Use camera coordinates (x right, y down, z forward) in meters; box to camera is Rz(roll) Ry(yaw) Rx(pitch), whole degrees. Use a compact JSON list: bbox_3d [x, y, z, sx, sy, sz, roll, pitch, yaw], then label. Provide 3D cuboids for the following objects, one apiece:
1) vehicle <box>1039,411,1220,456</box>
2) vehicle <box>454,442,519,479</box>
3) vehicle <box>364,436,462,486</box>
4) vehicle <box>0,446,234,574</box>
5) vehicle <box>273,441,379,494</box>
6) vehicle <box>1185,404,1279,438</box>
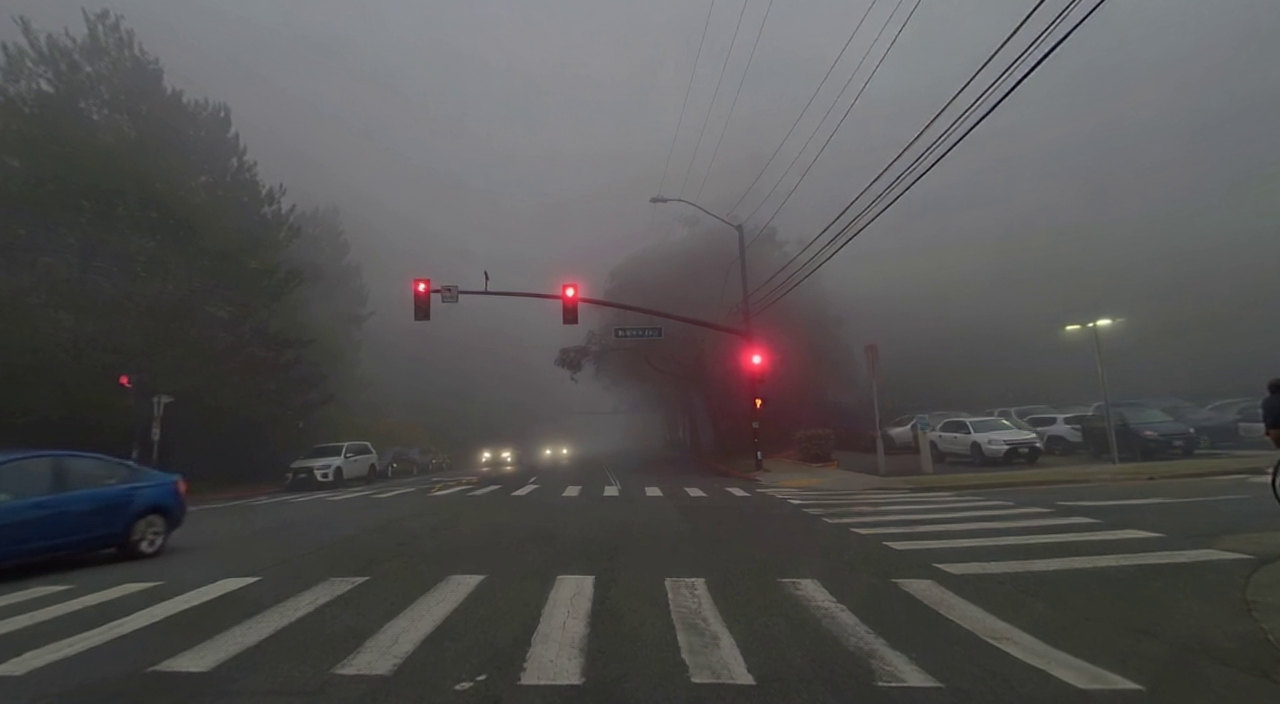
[{"bbox_3d":[16.910,2.907,22.122,4.560,1.453,1.851,-3,-9,18],"label":"vehicle"},{"bbox_3d":[-7.024,4.994,29.317,2.024,1.470,4.153,-3,-9,-1],"label":"vehicle"},{"bbox_3d":[-10.213,4.955,29.049,2.475,1.940,5.702,-3,-9,-1],"label":"vehicle"},{"bbox_3d":[-7.875,1.879,7.764,1.855,1.419,4.385,-6,-11,36],"label":"vehicle"},{"bbox_3d":[-13.768,5.062,28.137,2.251,1.957,4.968,-4,-9,-1],"label":"vehicle"},{"bbox_3d":[34.860,4.029,36.689,4.326,1.511,1.725,-8,-9,16],"label":"vehicle"}]
